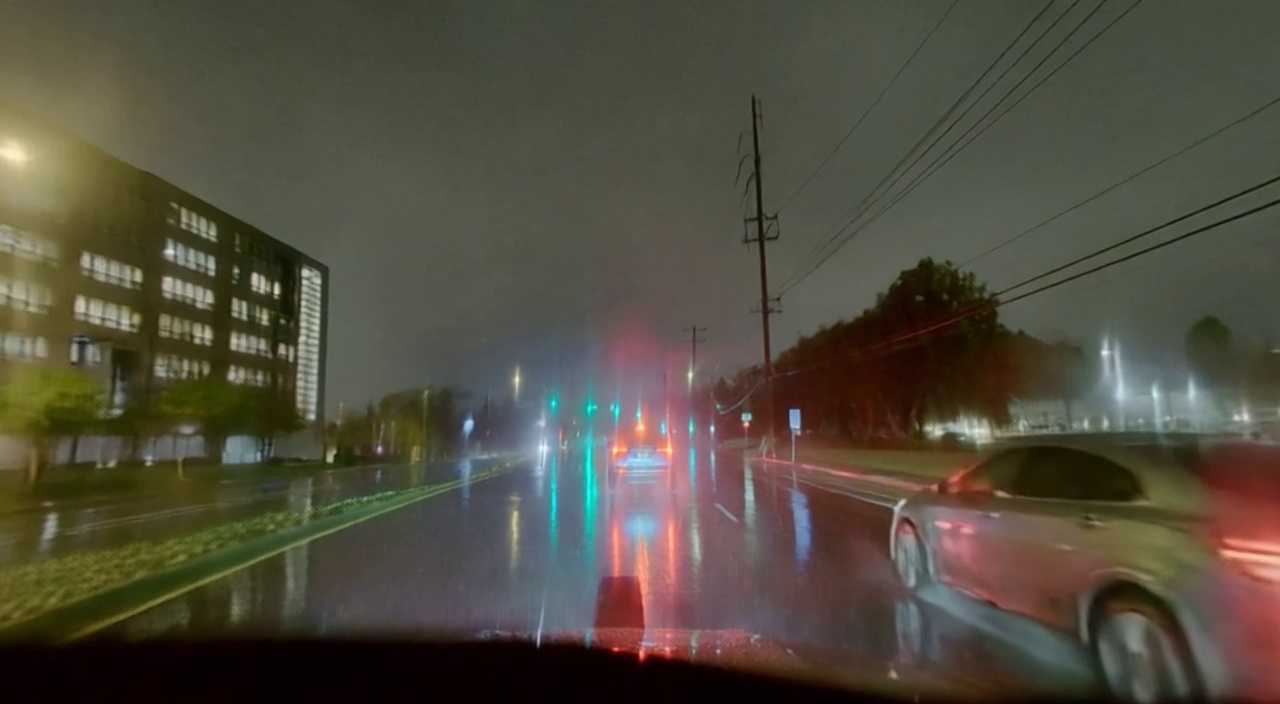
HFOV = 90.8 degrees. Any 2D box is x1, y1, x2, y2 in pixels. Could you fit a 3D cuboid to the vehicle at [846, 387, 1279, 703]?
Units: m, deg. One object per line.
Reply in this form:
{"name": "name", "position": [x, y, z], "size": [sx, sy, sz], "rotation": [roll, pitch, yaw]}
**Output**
{"name": "vehicle", "position": [3.181, 1.191, 4.318], "size": [1.990, 1.482, 4.575], "rotation": [0, -8, 0]}

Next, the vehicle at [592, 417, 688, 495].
{"name": "vehicle", "position": [0.016, 2.696, 16.646], "size": [2.189, 1.776, 4.342], "rotation": [0, -8, 0]}
